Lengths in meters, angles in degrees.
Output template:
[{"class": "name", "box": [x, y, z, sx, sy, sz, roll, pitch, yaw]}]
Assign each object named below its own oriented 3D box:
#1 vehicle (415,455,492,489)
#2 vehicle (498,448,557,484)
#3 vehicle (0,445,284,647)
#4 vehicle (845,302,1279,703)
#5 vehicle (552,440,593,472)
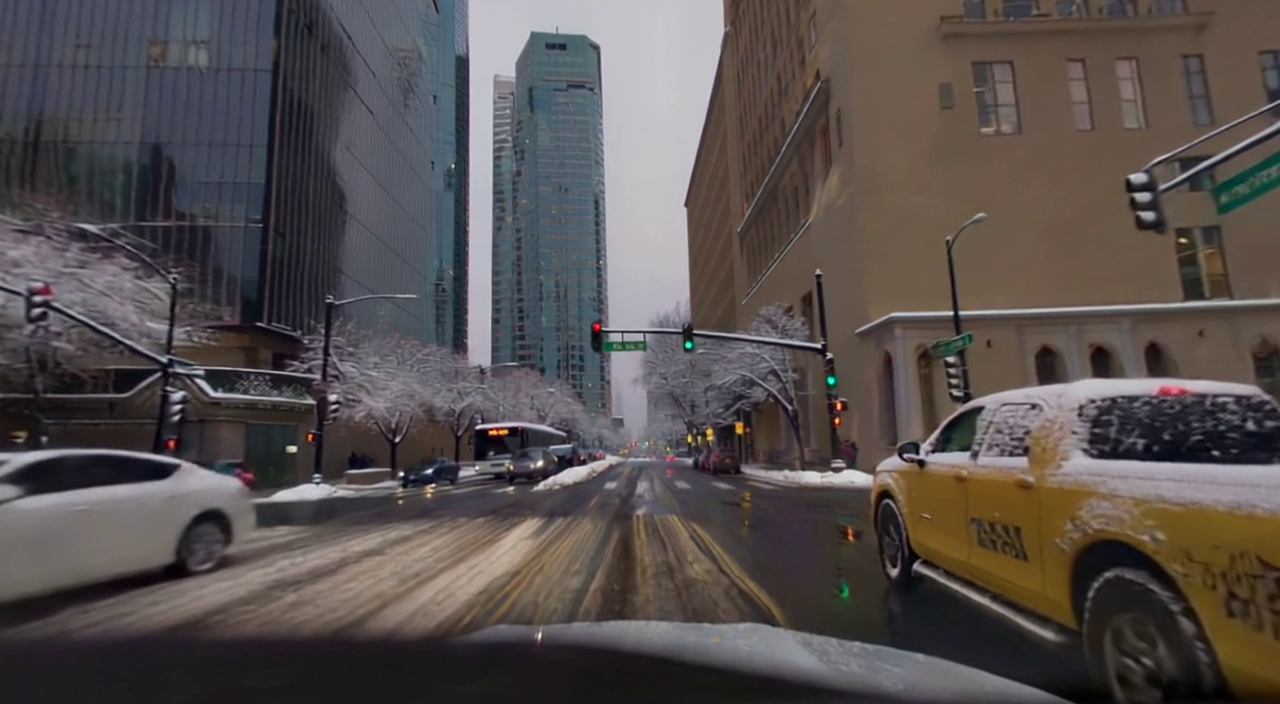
[{"class": "vehicle", "box": [-9.379, 6.044, 32.181, 2.003, 1.489, 4.656, -1, -8, 8]}, {"class": "vehicle", "box": [-5.472, 5.579, 31.208, 1.997, 1.610, 4.144, 0, -8, 2]}, {"class": "vehicle", "box": [-5.641, 1.569, 5.617, 1.956, 1.457, 4.958, 0, -8, 1]}, {"class": "vehicle", "box": [3.321, 1.053, 4.198, 2.118, 1.848, 5.426, 0, -8, 0]}, {"class": "vehicle", "box": [-4.927, 7.710, 46.866, 2.304, 2.208, 5.200, 0, -8, 2]}]
